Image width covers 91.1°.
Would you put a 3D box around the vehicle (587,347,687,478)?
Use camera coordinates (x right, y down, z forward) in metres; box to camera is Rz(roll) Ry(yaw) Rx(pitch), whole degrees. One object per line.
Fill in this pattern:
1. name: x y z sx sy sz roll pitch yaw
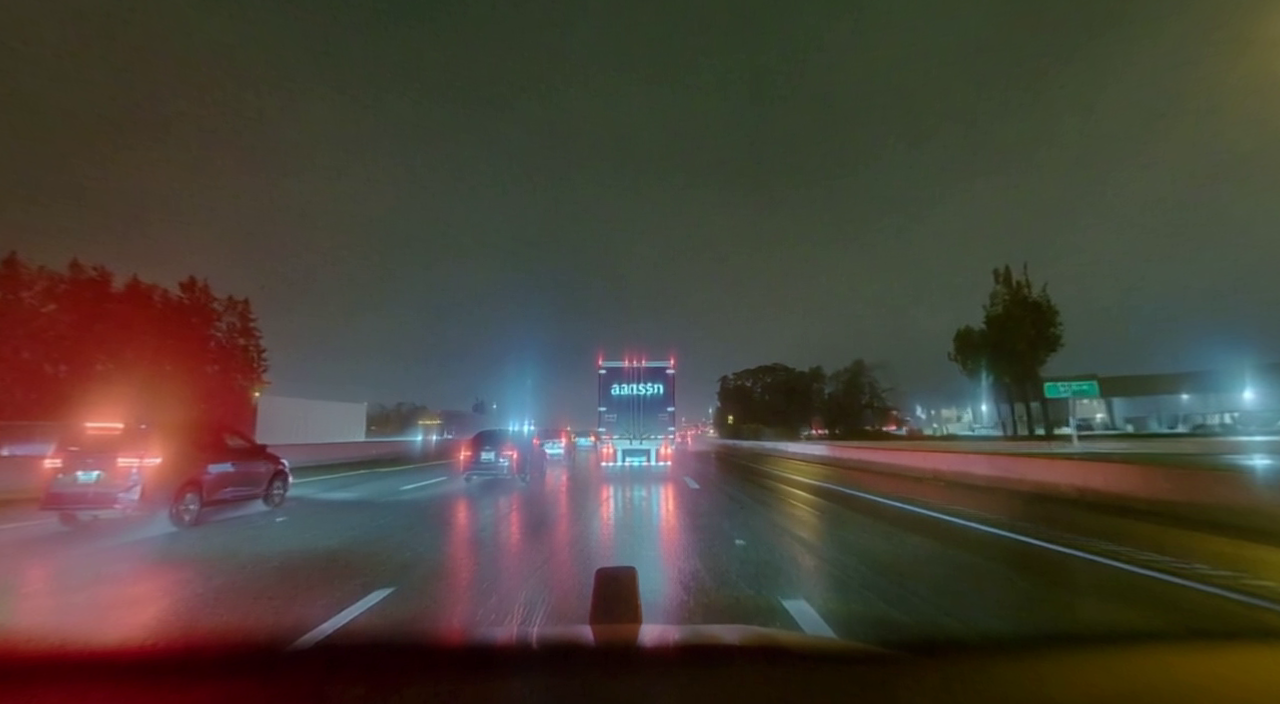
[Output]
1. vehicle: -0.240 2.654 25.771 3.171 4.204 11.036 0 -8 -2

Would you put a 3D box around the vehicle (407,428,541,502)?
1. vehicle: -3.753 2.611 15.088 1.964 1.507 4.361 0 -8 1

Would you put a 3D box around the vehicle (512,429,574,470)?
1. vehicle: -4.010 4.096 26.759 1.946 1.599 4.073 0 -8 1

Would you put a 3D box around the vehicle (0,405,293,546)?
1. vehicle: -7.750 1.808 9.927 1.998 1.698 4.461 0 -8 -1
